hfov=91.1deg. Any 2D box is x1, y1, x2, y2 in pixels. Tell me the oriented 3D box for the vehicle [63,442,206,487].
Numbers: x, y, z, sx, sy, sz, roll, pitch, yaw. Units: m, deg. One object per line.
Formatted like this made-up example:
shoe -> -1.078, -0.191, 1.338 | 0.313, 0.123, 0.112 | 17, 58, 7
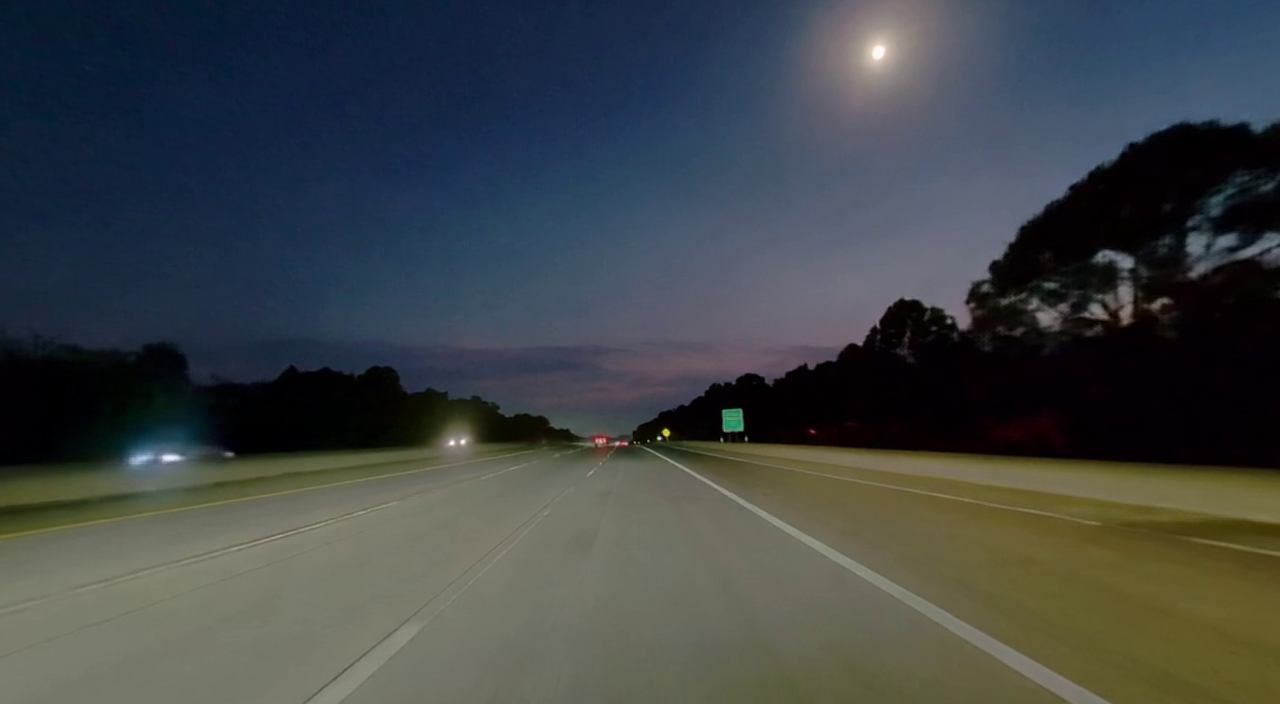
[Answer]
vehicle -> -19.321, 4.287, 24.345 | 1.852, 1.531, 4.466 | 0, -8, 0
